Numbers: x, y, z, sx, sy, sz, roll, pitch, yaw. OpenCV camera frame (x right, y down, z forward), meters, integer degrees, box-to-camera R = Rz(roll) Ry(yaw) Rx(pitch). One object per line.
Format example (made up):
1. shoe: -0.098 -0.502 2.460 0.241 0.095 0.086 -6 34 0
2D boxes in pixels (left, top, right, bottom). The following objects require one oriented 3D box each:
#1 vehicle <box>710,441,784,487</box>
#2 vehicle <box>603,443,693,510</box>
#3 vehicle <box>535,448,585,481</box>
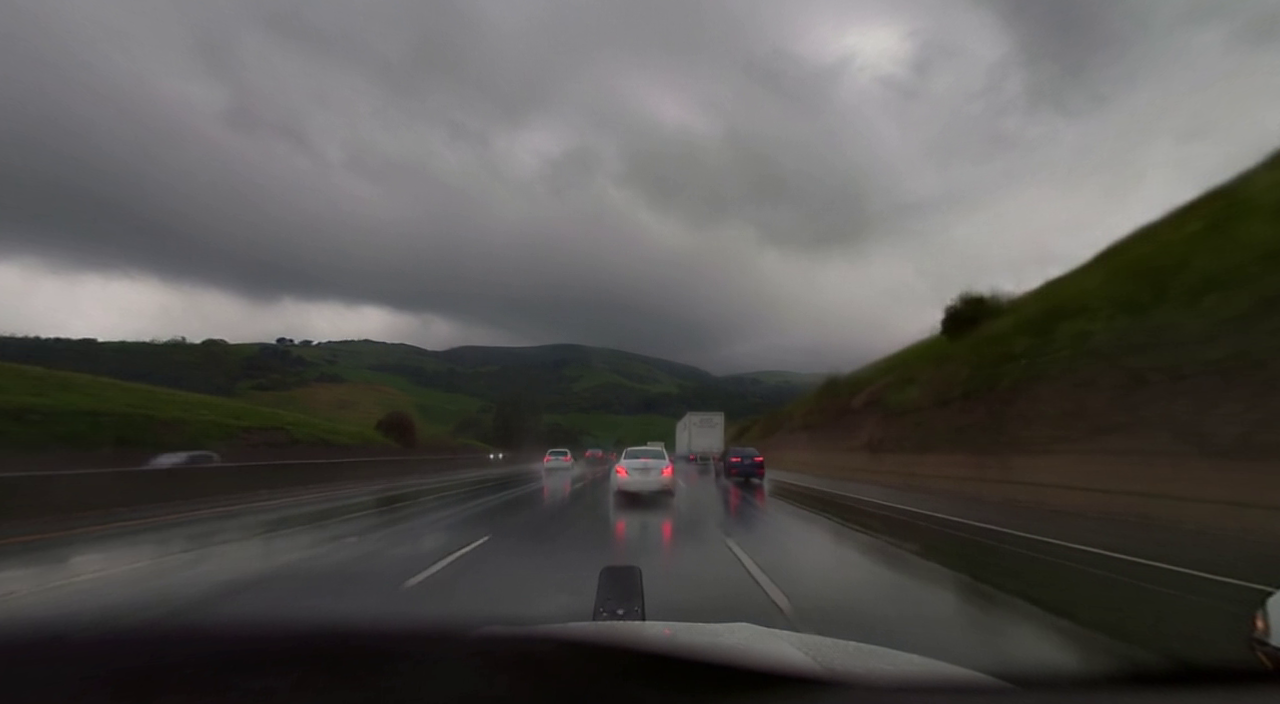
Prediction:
1. vehicle: 4.052 4.336 24.691 2.029 1.579 4.484 0 -9 -1
2. vehicle: 0.194 3.096 16.103 2.041 1.484 3.535 0 -9 0
3. vehicle: -3.810 5.427 30.721 1.848 1.486 3.832 0 -9 1
